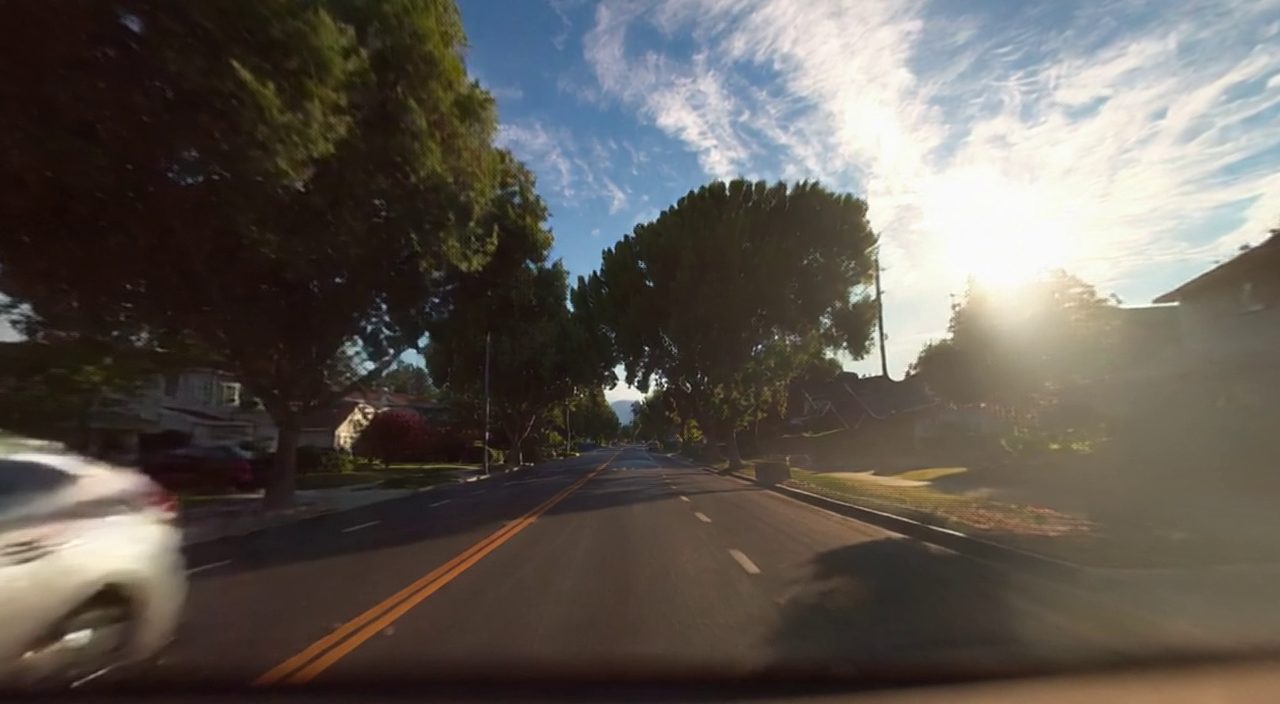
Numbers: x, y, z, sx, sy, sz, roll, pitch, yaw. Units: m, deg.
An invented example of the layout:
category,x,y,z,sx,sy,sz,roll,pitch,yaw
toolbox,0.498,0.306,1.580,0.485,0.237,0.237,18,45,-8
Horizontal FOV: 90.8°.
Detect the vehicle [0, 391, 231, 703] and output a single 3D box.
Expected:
category,x,y,z,sx,sy,sz,roll,pitch,yaw
vehicle,-3.844,0.893,1.957,2.208,1.663,4.326,0,-9,0
